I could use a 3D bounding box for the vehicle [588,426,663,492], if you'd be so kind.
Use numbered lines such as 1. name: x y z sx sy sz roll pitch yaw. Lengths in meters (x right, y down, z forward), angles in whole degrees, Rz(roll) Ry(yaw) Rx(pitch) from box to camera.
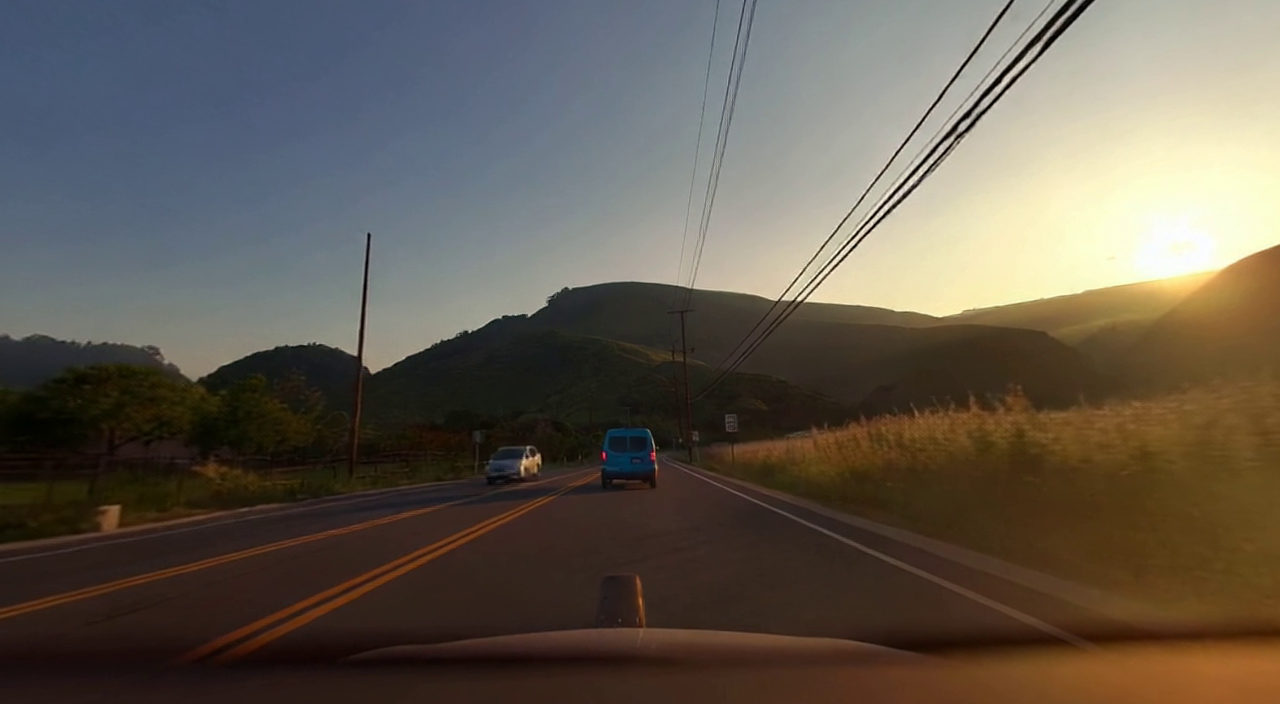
1. vehicle: -0.442 3.834 22.948 2.454 2.144 4.535 0 -8 1

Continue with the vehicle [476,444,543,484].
1. vehicle: -6.453 5.554 31.630 2.120 1.804 4.392 -1 -8 5
